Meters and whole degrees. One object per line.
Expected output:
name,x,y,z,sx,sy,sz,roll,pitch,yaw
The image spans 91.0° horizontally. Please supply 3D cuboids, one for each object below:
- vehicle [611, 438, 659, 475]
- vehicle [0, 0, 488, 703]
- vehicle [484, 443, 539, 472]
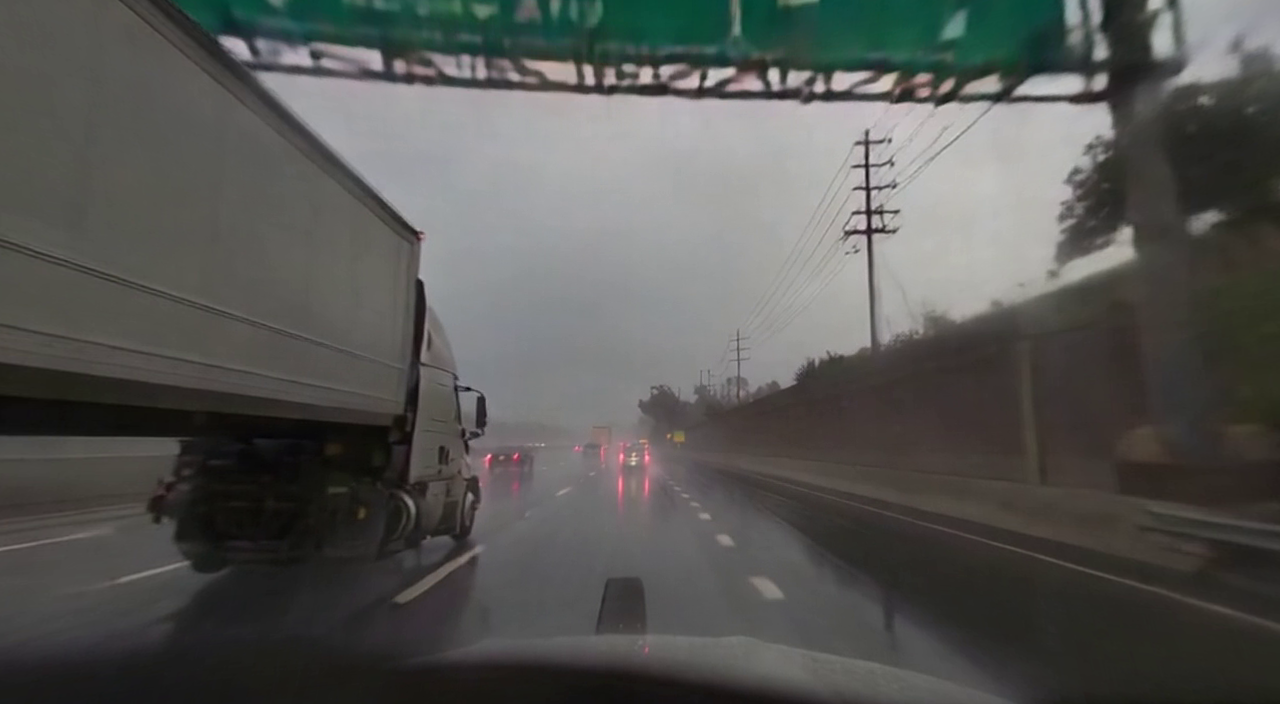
vehicle,-0.212,5.032,30.481,2.178,1.640,4.071,0,-9,0
vehicle,-3.570,0.299,3.495,3.023,3.246,9.102,0,-8,1
vehicle,-7.095,5.852,35.185,2.025,1.510,4.582,0,-8,1
